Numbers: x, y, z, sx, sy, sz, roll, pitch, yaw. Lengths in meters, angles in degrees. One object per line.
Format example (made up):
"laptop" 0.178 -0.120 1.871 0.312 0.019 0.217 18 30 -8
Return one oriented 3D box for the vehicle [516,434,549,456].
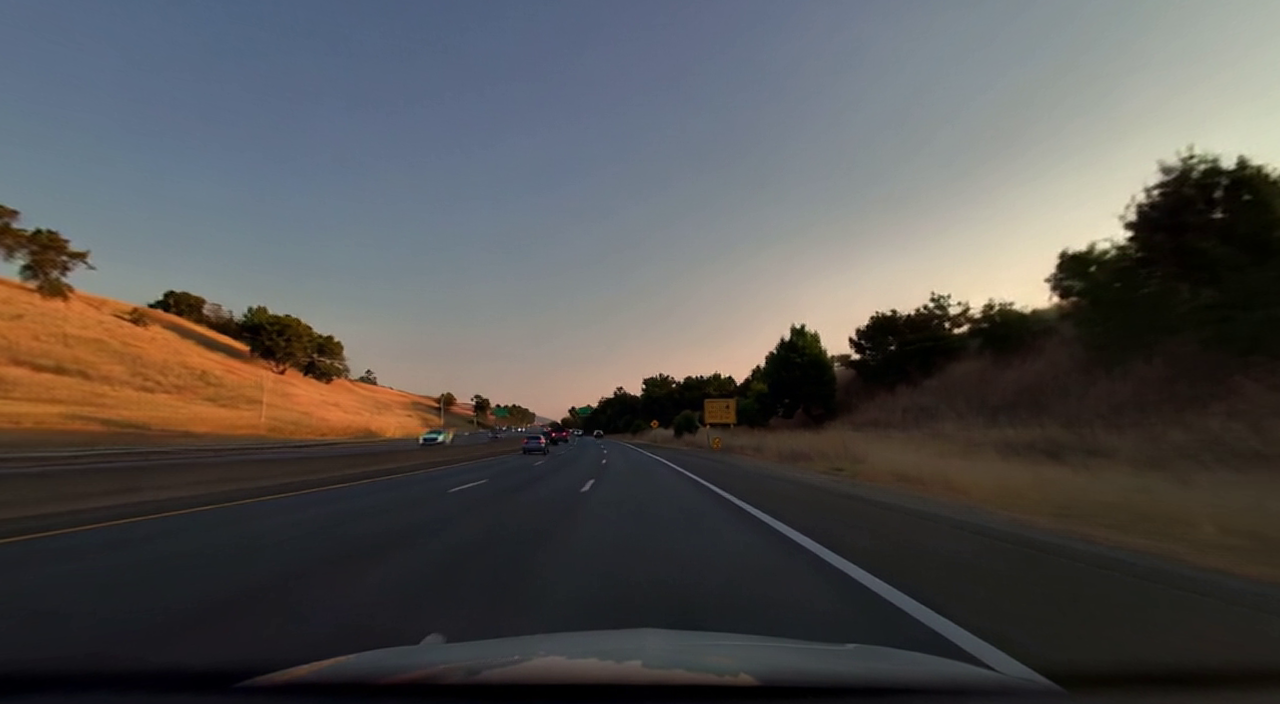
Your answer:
"vehicle" -8.205 7.135 48.378 1.931 1.608 3.977 0 -8 -2
